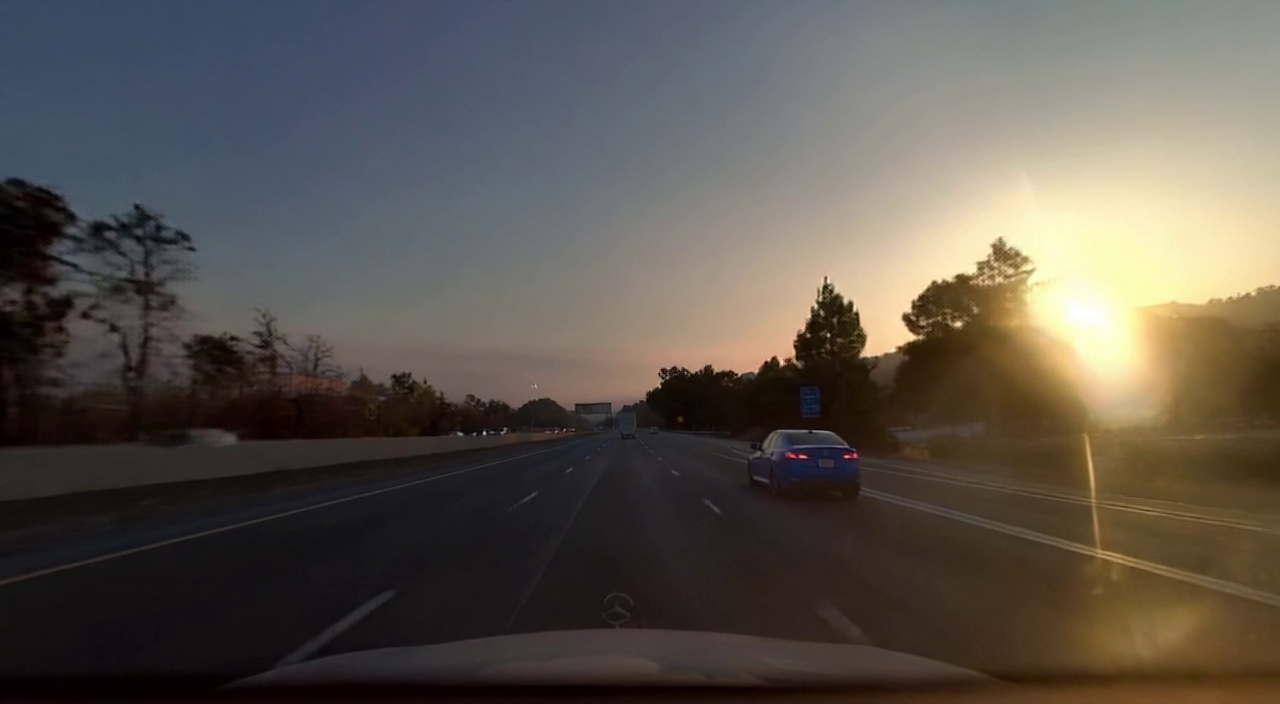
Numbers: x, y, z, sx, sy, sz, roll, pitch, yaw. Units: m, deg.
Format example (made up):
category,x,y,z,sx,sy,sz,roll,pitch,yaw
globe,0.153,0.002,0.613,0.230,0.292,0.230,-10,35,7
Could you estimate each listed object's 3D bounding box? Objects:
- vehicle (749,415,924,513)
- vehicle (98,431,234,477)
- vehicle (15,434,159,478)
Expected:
category,x,y,z,sx,sy,sz,roll,pitch,yaw
vehicle,3.520,2.067,12.139,1.973,1.563,3.959,0,-8,-2
vehicle,-16.725,3.596,22.463,1.831,1.484,3.894,0,-8,-1
vehicle,-20.787,3.891,23.880,1.820,1.539,3.955,0,-8,0
